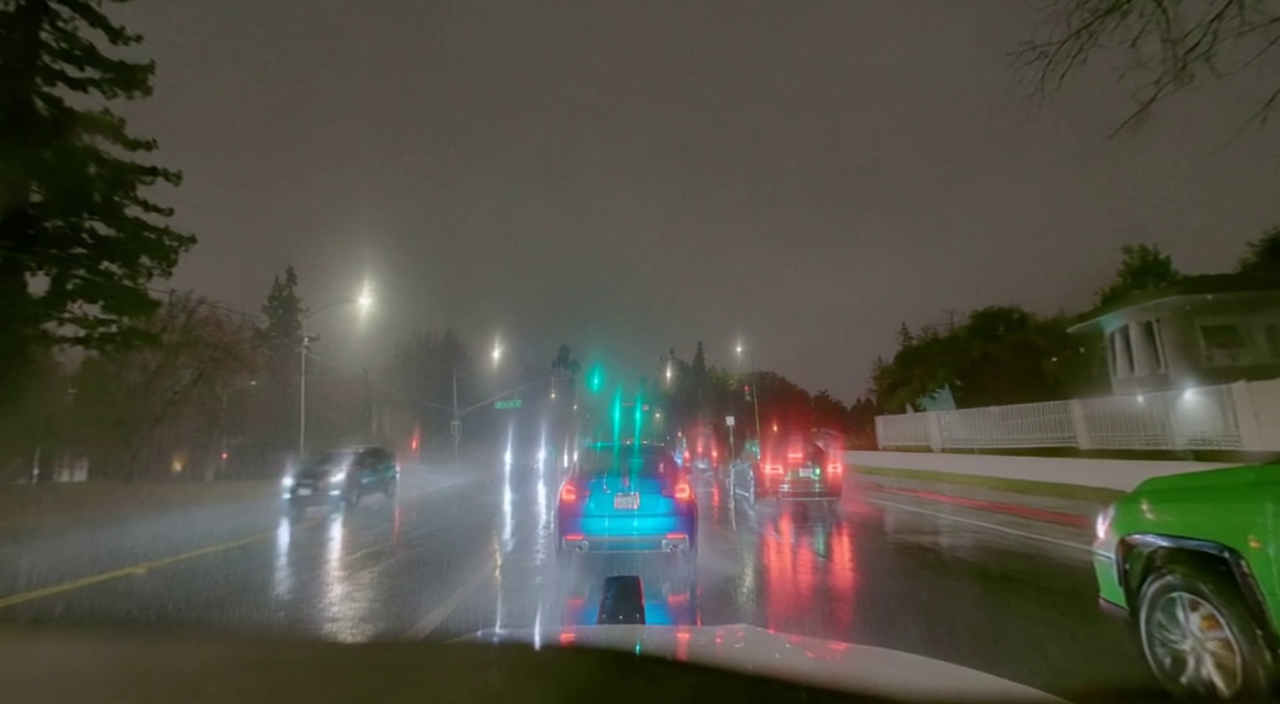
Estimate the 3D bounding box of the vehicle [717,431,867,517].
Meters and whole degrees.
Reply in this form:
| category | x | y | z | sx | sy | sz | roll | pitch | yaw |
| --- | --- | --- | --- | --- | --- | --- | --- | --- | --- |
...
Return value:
| category | x | y | z | sx | sy | sz | roll | pitch | yaw |
| --- | --- | --- | --- | --- | --- | --- | --- | --- | --- |
| vehicle | 2.984 | 2.510 | 13.555 | 1.971 | 1.517 | 4.521 | 0 | -8 | -1 |

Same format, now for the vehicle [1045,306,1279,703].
| category | x | y | z | sx | sy | sz | roll | pitch | yaw |
| --- | --- | --- | --- | --- | --- | --- | --- | --- | --- |
| vehicle | 3.382 | 0.581 | 1.403 | 2.006 | 1.766 | 4.345 | 0 | -8 | -1 |

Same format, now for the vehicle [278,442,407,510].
| category | x | y | z | sx | sy | sz | roll | pitch | yaw |
| --- | --- | --- | --- | --- | --- | --- | --- | --- | --- |
| vehicle | -8.636 | 3.583 | 18.816 | 1.996 | 1.680 | 4.203 | -2 | -8 | -3 |

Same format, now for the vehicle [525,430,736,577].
| category | x | y | z | sx | sy | sz | roll | pitch | yaw |
| --- | --- | --- | --- | --- | --- | --- | --- | --- | --- |
| vehicle | -0.132 | 1.885 | 8.710 | 2.186 | 1.500 | 4.141 | 0 | -8 | -1 |
